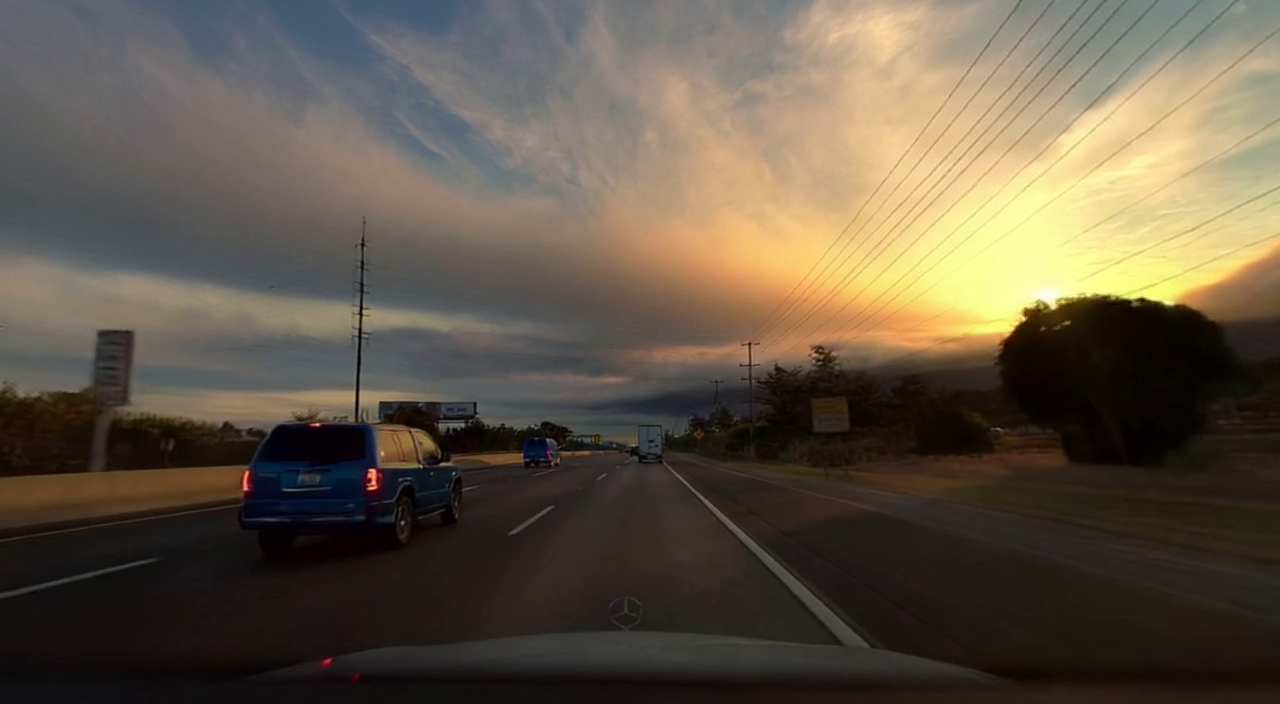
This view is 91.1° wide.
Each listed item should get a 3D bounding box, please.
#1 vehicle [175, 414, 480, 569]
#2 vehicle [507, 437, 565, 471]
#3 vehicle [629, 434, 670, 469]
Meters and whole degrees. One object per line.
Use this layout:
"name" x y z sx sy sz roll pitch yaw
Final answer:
"vehicle" -4.146 1.929 9.528 2.145 1.730 4.729 0 -8 1
"vehicle" -6.854 6.843 42.407 2.695 2.084 6.836 0 -8 1
"vehicle" 0.682 7.100 45.012 2.692 2.279 5.695 0 -8 1
